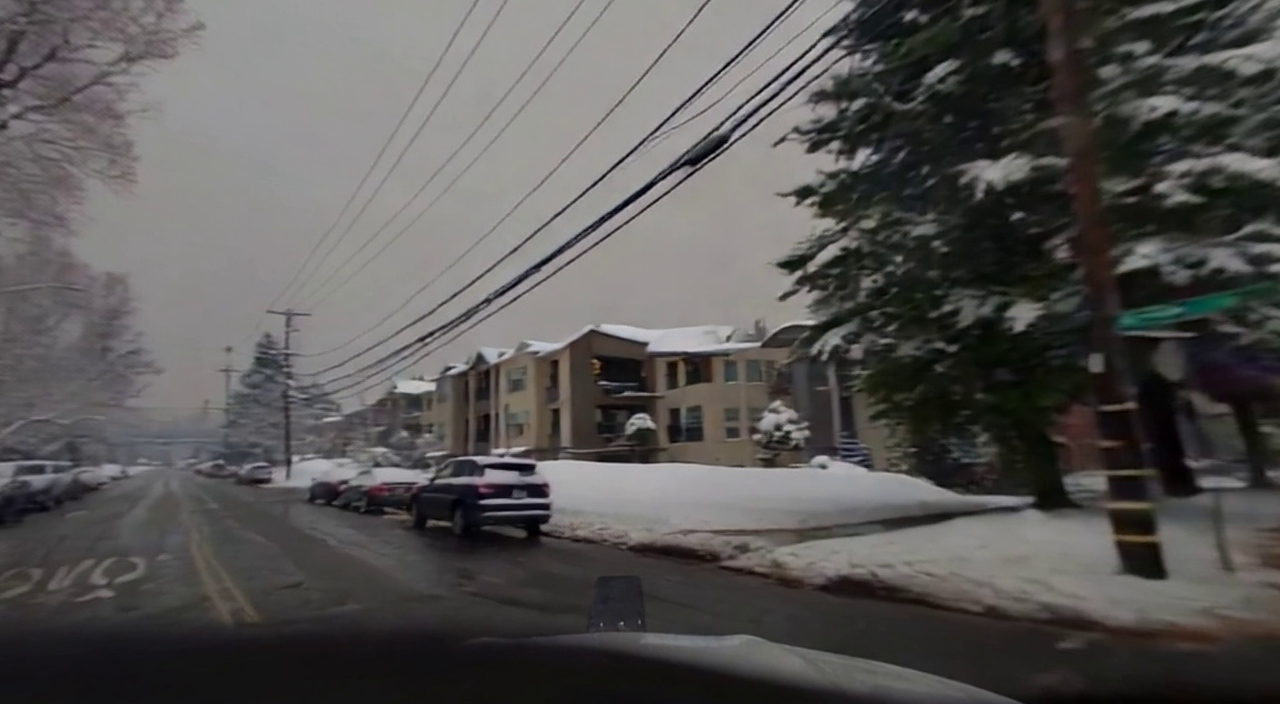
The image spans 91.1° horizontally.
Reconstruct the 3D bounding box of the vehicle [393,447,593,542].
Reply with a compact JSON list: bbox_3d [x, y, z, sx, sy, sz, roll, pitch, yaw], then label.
[{"bbox_3d":[-3.413,2.957,13.682,2.272,1.626,5.170,9,-13,-36],"label":"vehicle"}]

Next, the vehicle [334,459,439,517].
[{"bbox_3d":[-8.190,4.220,20.018,1.868,1.494,4.652,6,-11,-37],"label":"vehicle"}]

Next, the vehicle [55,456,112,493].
[{"bbox_3d":[-41.076,8.997,46.476,2.376,2.219,6.021,3,-8,-35],"label":"vehicle"}]

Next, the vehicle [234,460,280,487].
[{"bbox_3d":[-28.051,8.920,45.916,2.328,1.730,4.225,7,-14,-36],"label":"vehicle"}]
